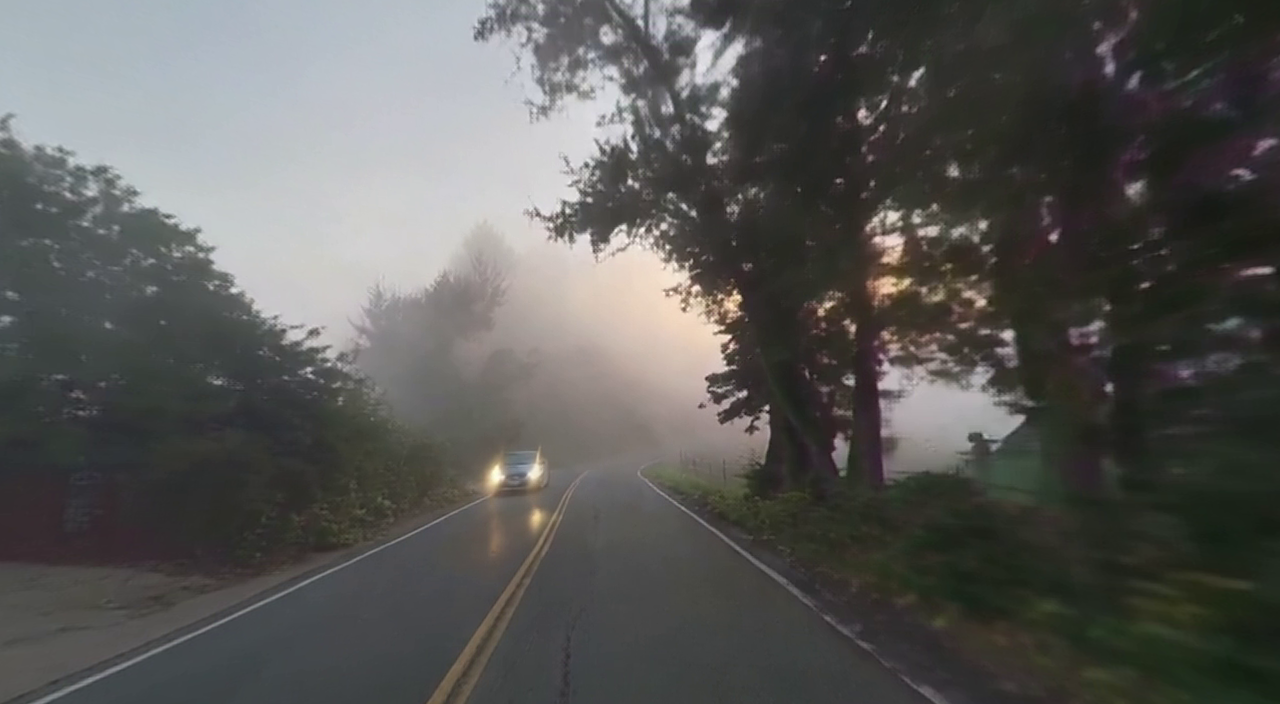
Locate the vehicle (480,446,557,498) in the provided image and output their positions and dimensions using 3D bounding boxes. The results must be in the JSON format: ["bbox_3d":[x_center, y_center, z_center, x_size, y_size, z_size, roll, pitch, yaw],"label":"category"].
[{"bbox_3d":[-3.983,3.975,21.237,1.987,1.521,3.649,-1,-9,-2],"label":"vehicle"}]
